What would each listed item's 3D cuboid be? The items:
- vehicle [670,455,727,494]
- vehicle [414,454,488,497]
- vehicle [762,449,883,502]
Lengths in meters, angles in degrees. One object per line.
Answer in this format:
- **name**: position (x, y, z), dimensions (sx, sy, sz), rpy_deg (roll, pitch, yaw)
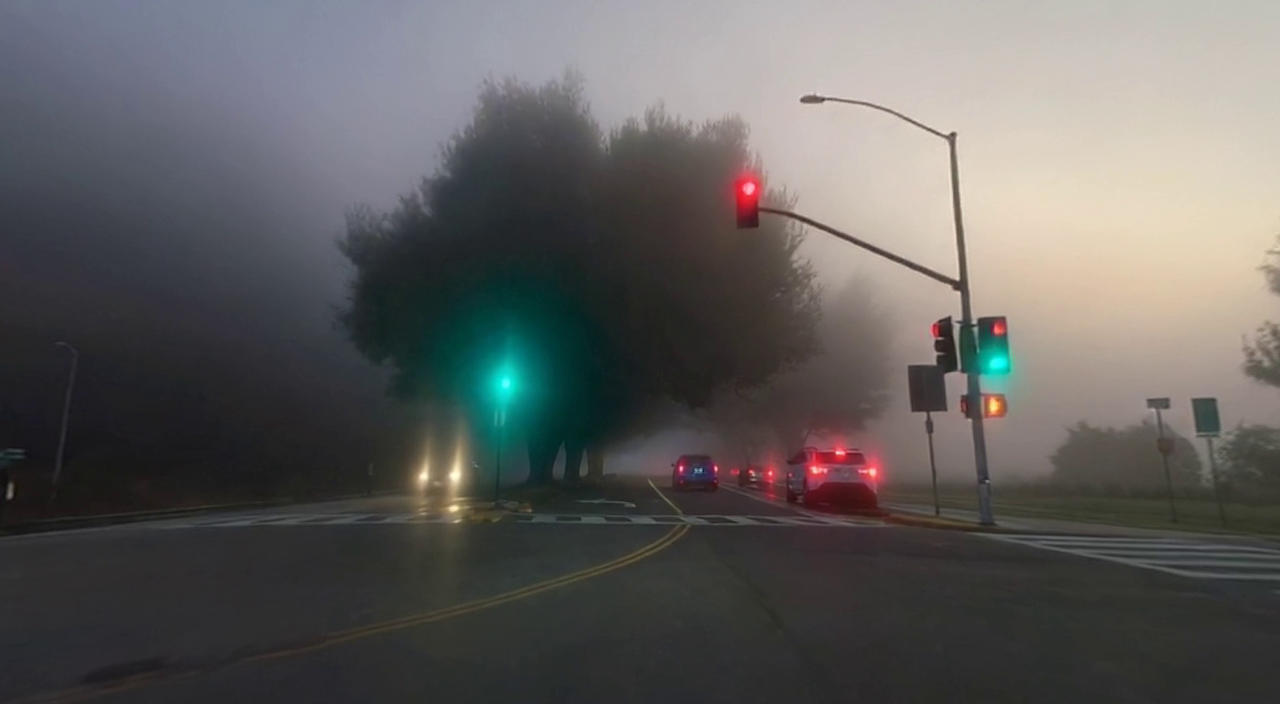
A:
- **vehicle**: position (2.712, 5.806, 30.383), dimensions (2.140, 1.655, 4.786), rpy_deg (0, -8, -2)
- **vehicle**: position (-8.770, 5.753, 29.767), dimensions (2.049, 1.786, 4.557), rpy_deg (0, -8, 0)
- **vehicle**: position (8.683, 5.920, 31.156), dimensions (2.771, 2.214, 7.159), rpy_deg (1, -9, -10)
